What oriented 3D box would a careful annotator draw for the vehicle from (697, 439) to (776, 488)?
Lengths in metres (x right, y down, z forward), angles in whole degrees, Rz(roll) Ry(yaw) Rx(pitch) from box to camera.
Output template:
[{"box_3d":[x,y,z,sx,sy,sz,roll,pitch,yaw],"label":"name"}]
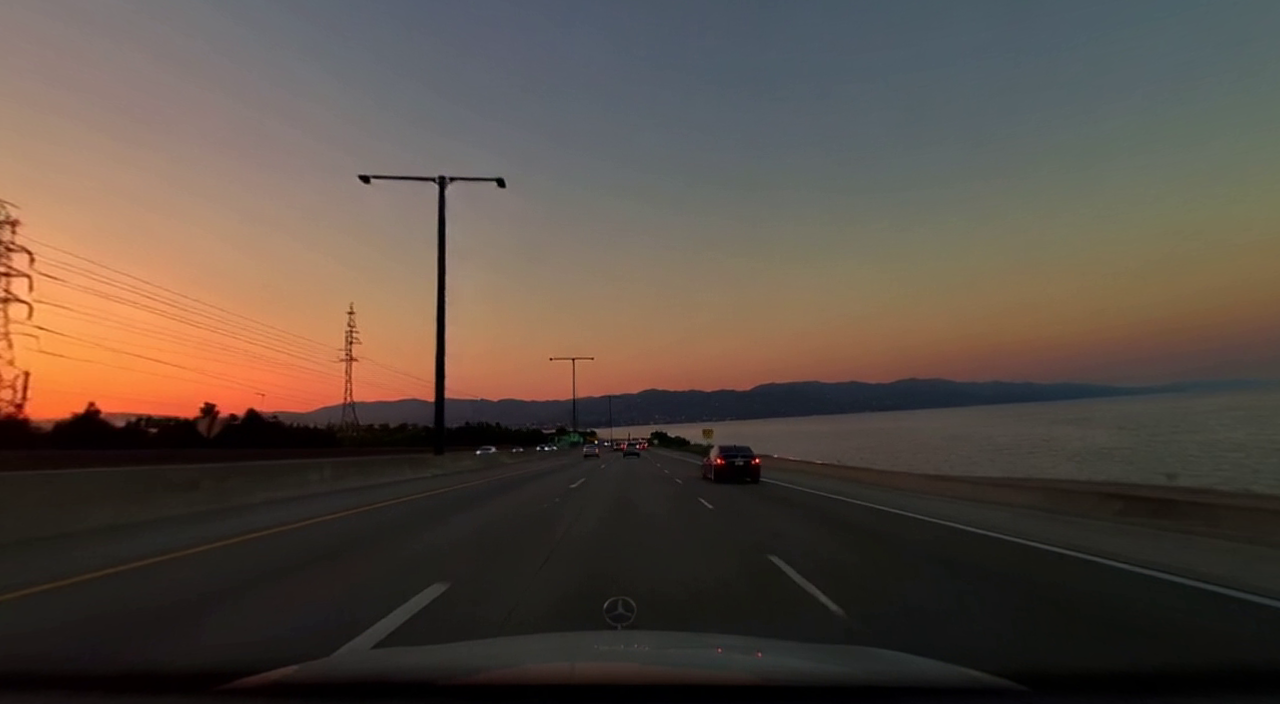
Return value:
[{"box_3d":[3.153,3.753,21.614,1.890,1.490,4.373,0,-8,-2],"label":"vehicle"}]
